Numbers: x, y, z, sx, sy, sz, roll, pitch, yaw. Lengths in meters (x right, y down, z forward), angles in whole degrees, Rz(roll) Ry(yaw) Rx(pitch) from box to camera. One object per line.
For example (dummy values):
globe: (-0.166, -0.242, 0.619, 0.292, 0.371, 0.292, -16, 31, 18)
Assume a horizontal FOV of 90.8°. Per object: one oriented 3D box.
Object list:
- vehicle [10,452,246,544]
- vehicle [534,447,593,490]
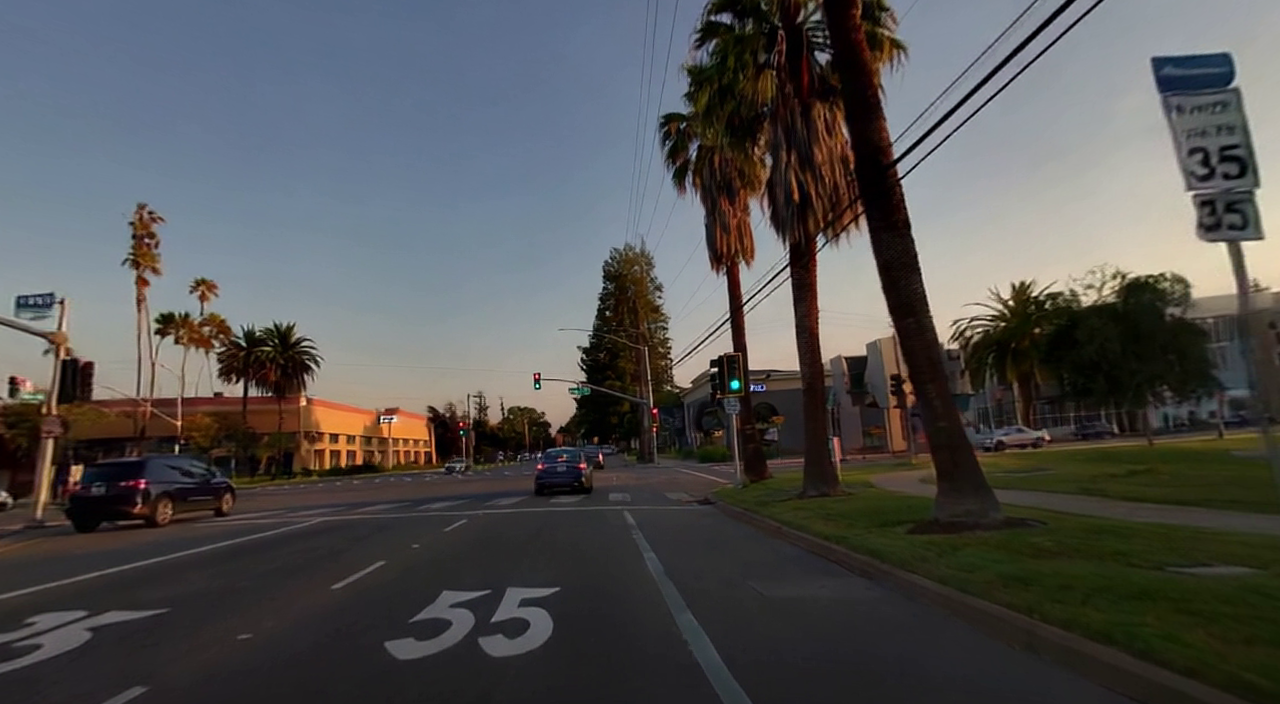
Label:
vehicle: (-12.147, 3.415, 15.570, 2.050, 1.811, 4.752, 0, -9, -4)
vehicle: (-2.867, 4.457, 24.614, 2.063, 1.474, 4.334, 0, -9, -4)
